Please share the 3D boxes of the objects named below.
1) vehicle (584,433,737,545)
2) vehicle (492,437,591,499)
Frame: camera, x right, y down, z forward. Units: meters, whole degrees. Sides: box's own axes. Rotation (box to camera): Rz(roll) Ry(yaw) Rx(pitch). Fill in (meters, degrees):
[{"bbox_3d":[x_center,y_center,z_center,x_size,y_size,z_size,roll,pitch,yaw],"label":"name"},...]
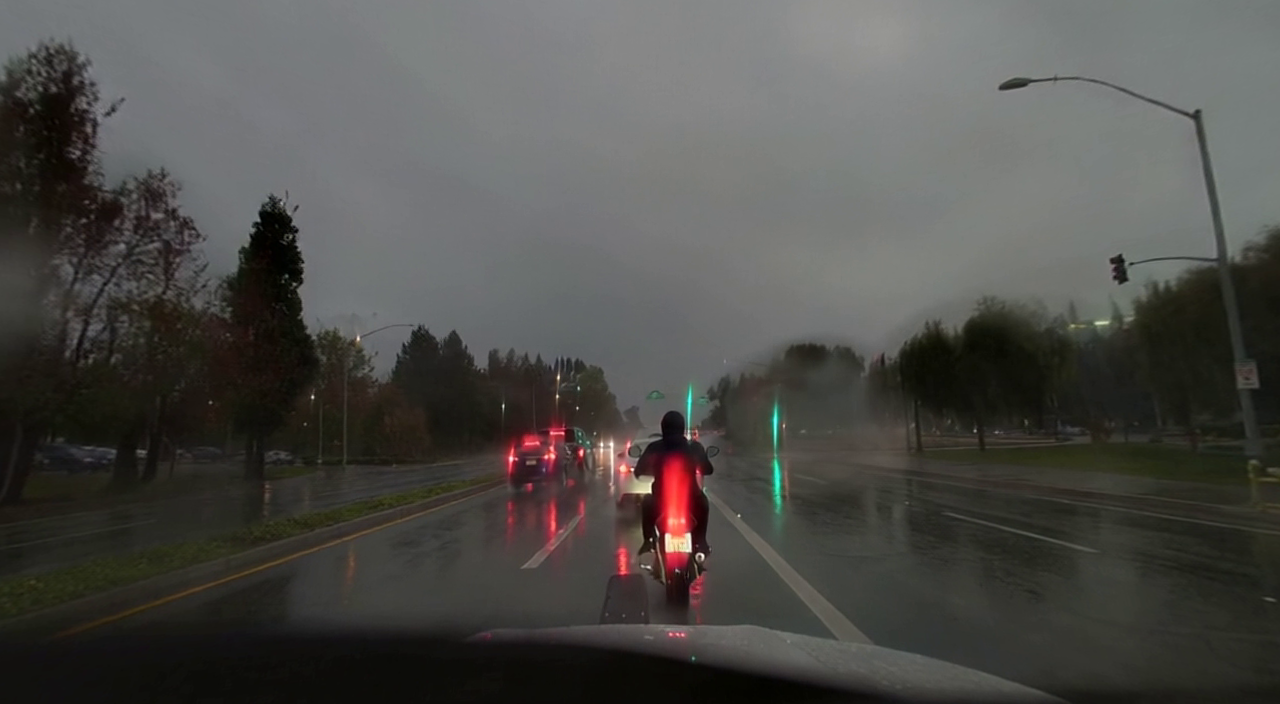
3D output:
[{"bbox_3d":[0.332,2.146,10.676,2.009,1.450,4.608,-1,-8,2],"label":"vehicle"},{"bbox_3d":[-2.563,3.114,17.370,1.979,1.499,3.840,-1,-8,2],"label":"vehicle"}]
